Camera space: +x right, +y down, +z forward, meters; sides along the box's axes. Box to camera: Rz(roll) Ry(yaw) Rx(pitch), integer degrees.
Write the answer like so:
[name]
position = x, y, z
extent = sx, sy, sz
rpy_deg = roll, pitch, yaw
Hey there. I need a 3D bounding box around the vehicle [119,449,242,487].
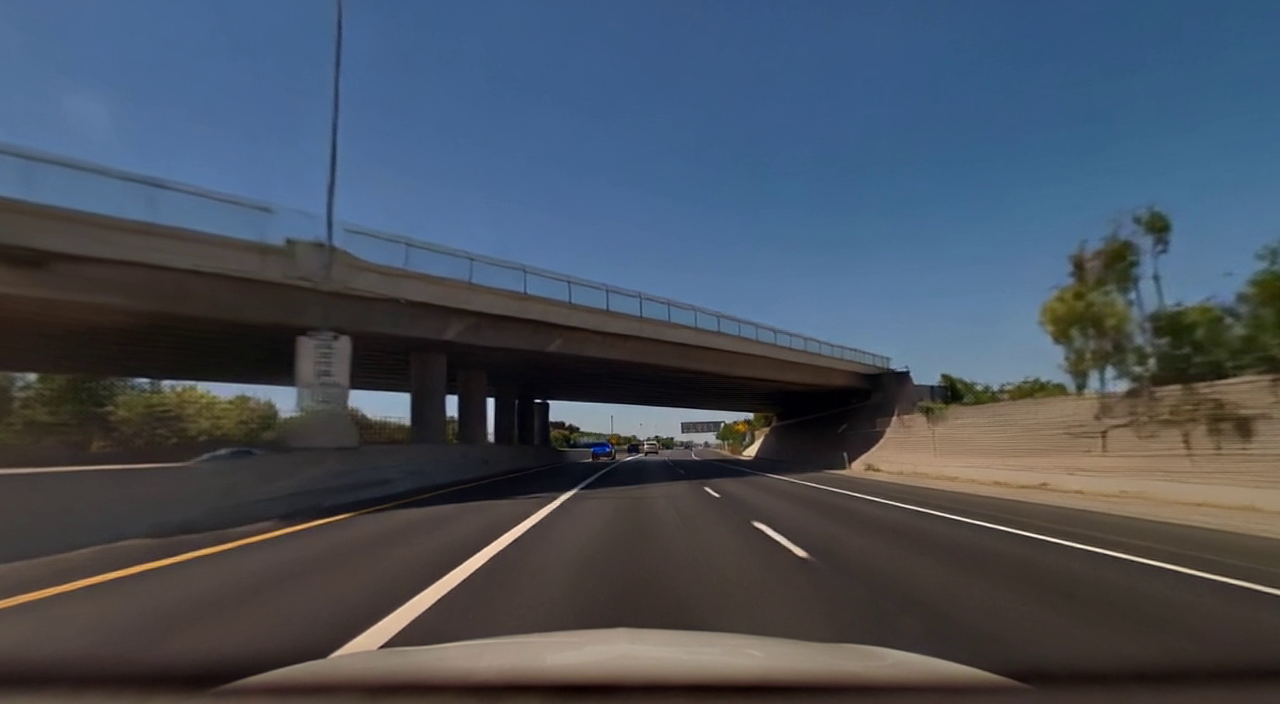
[vehicle]
position = -20.310, 5.109, 28.073
extent = 1.866, 1.510, 4.728
rpy_deg = 0, -9, 1
